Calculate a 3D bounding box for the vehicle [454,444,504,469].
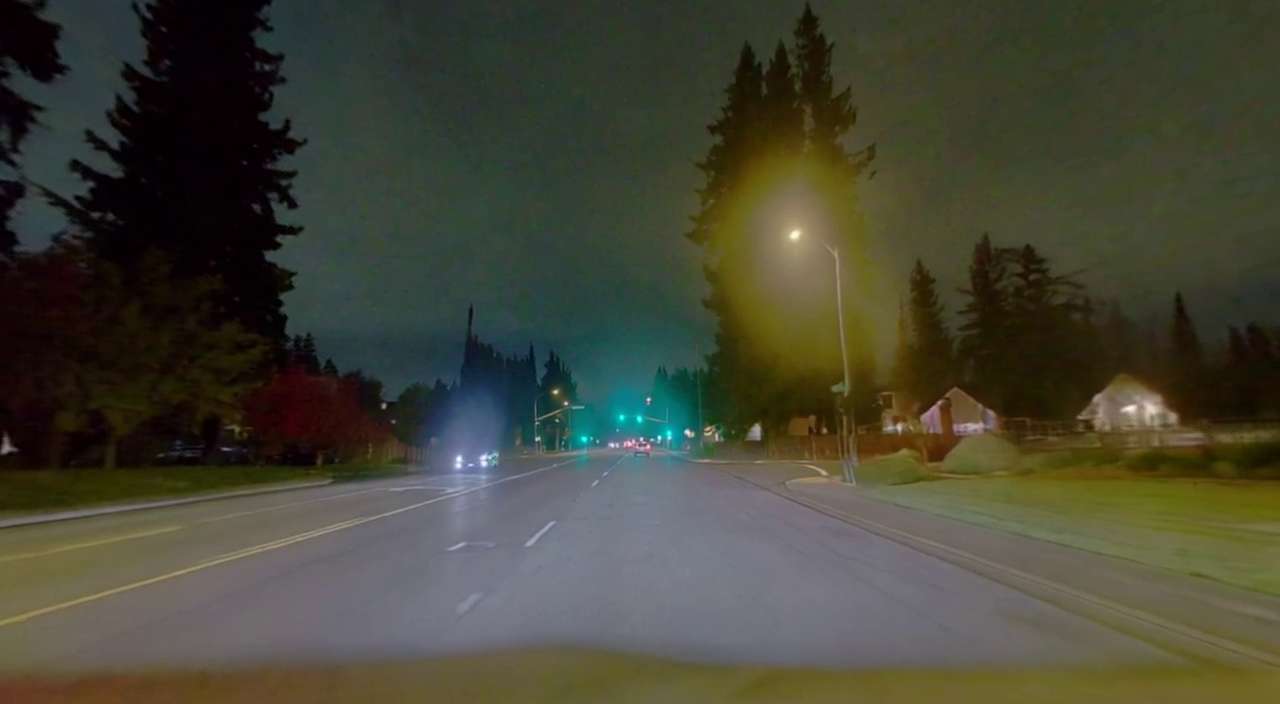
[{"bbox_3d":[-10.495,6.790,41.433,2.022,1.536,4.629,0,-8,0],"label":"vehicle"}]
